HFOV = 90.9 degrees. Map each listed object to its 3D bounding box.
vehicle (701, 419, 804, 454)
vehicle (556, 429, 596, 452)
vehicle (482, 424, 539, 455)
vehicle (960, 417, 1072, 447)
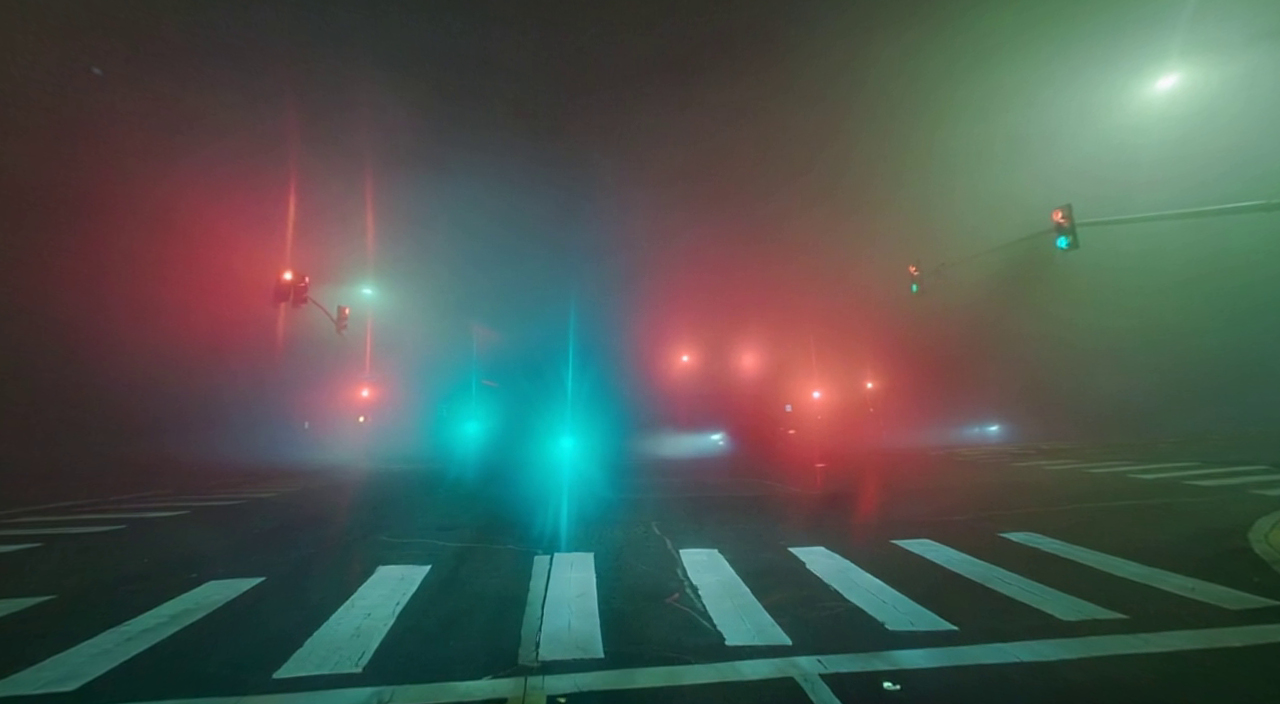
[{"bbox_3d":[5.262,4.019,29.806,4.407,1.569,1.859,1,-9,-5],"label":"vehicle"},{"bbox_3d":[-4.387,6.168,43.768,1.919,1.467,4.086,-1,-9,6],"label":"vehicle"},{"bbox_3d":[-8.290,5.733,40.892,2.000,1.864,5.044,-1,-9,7],"label":"vehicle"},{"bbox_3d":[18.721,4.041,31.503,4.510,1.431,1.884,1,-9,-7],"label":"vehicle"}]
